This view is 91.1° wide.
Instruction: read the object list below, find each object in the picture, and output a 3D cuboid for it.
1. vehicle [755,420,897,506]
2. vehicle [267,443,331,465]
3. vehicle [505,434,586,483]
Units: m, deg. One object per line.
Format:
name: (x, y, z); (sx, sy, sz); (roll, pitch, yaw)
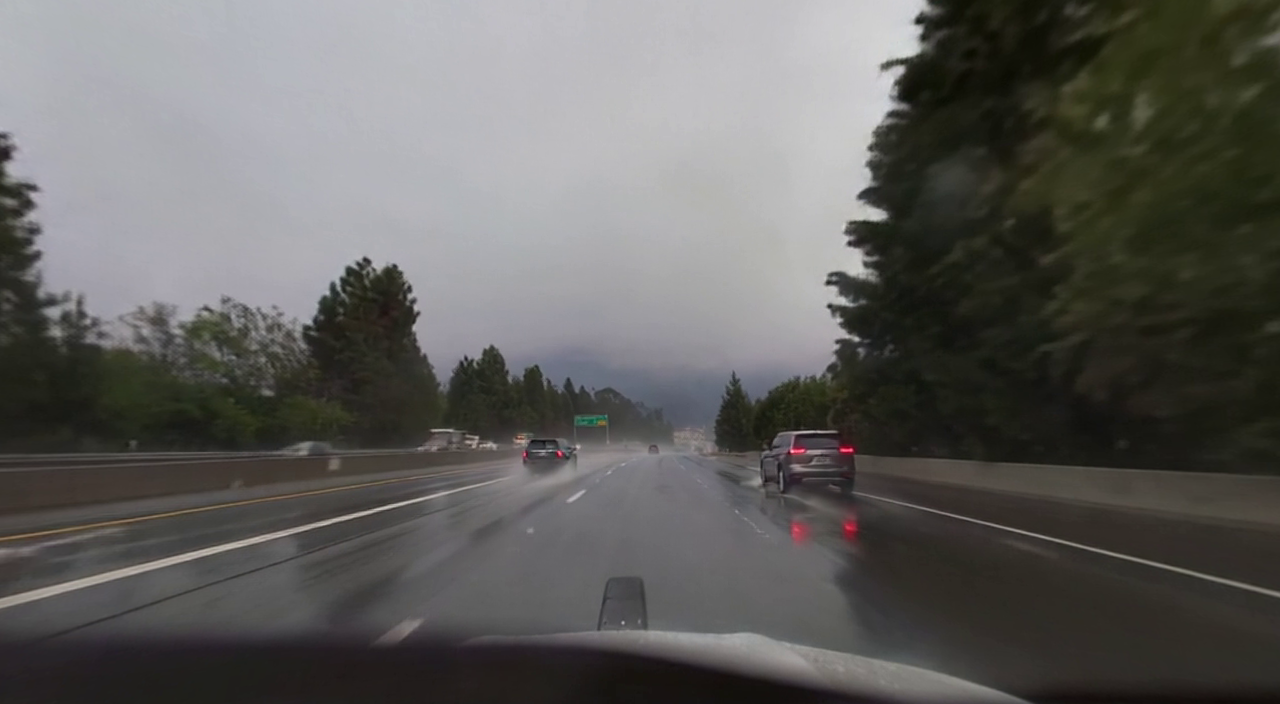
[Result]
vehicle: (4.389, 2.698, 15.668); (2.149, 1.796, 4.487); (0, -8, 0)
vehicle: (-24.448, 7.312, 45.218); (1.845, 1.484, 4.753); (0, -8, 2)
vehicle: (-3.325, 3.855, 22.954); (2.166, 1.608, 4.297); (0, -8, 2)
